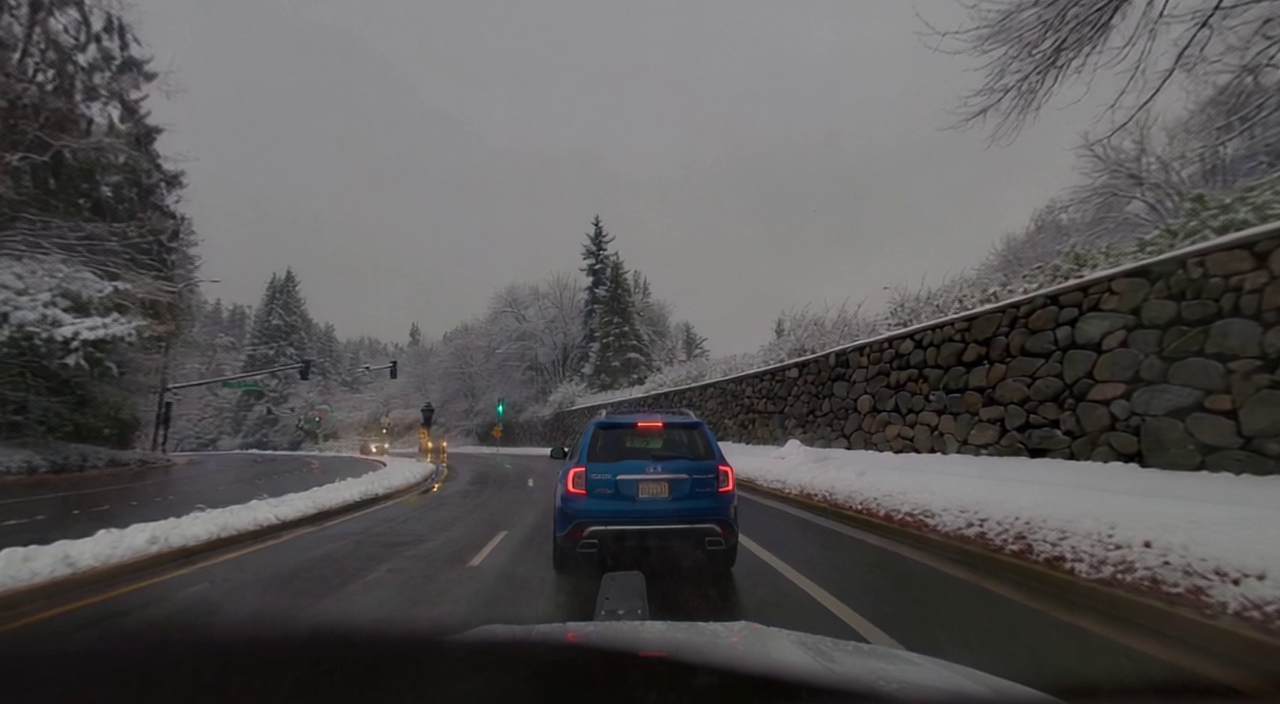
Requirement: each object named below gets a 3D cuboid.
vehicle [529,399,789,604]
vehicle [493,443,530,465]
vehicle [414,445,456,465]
[{"bbox_3d":[-0.007,1.614,7.745,2.287,1.762,4.269,1,-8,-5],"label":"vehicle"},{"bbox_3d":[-9.459,7.429,46.196,1.837,1.483,4.559,3,-9,-21],"label":"vehicle"},{"bbox_3d":[-15.872,7.912,48.785,2.023,1.474,4.286,5,-10,-32],"label":"vehicle"}]
